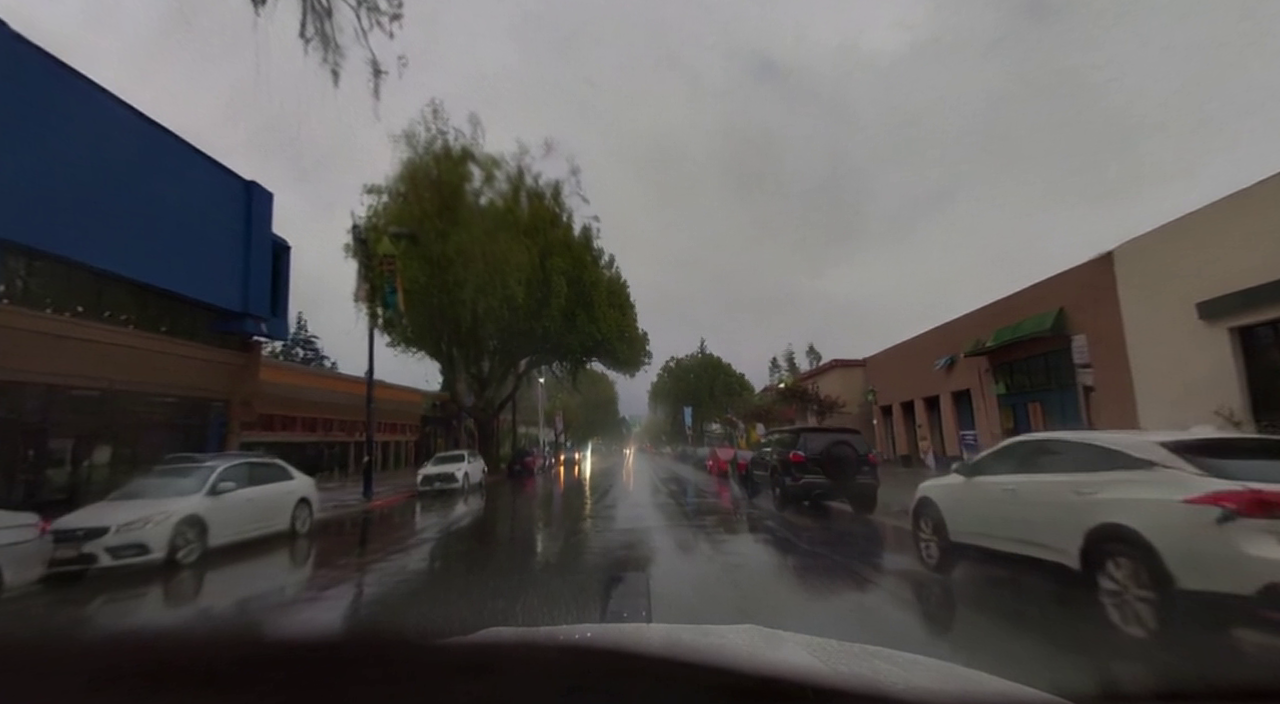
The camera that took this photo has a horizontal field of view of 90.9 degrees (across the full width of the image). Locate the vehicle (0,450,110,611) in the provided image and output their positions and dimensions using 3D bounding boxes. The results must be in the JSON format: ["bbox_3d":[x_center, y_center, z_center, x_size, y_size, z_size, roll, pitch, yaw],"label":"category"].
[{"bbox_3d":[-7.223,1.613,4.867,2.001,1.502,4.851,-1,-7,1],"label":"vehicle"}]

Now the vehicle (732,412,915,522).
[{"bbox_3d":[3.789,2.472,14.334,2.390,2.005,5.276,0,-8,-2],"label":"vehicle"}]

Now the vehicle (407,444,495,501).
[{"bbox_3d":[-7.163,4.553,24.538,1.996,1.770,5.518,-2,-7,-3],"label":"vehicle"}]

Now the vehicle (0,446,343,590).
[{"bbox_3d":[-7.073,2.369,10.052,2.182,1.522,4.946,-3,-7,2],"label":"vehicle"}]

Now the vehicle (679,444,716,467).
[{"bbox_3d":[4.046,7.400,45.141,2.081,1.463,4.263,0,-8,-3],"label":"vehicle"}]

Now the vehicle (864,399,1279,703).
[{"bbox_3d":[3.910,1.375,5.730,2.008,1.644,4.476,0,-8,-1],"label":"vehicle"}]
